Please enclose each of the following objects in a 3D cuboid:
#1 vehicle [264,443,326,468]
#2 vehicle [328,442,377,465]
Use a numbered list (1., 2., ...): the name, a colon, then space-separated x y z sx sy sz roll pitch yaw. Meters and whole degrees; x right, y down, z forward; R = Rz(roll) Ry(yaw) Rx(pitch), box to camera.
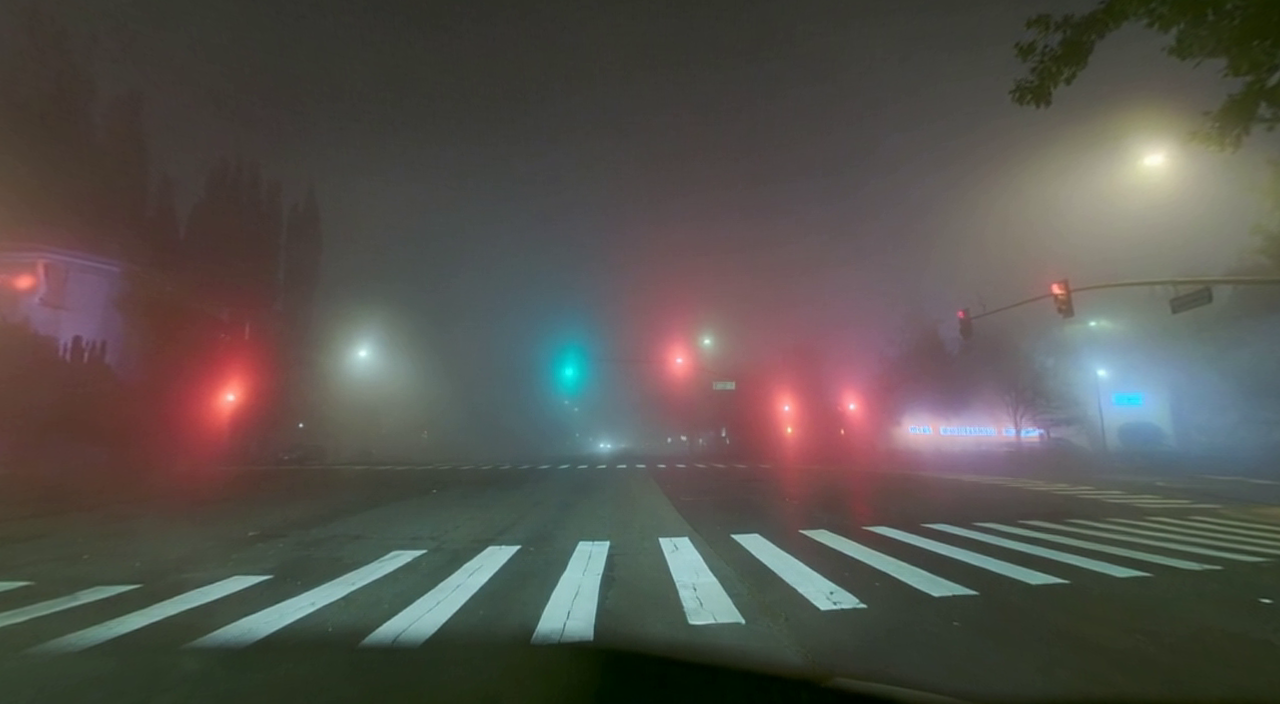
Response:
1. vehicle: -21.843 6.548 40.167 2.005 1.496 4.020 1 -9 -6
2. vehicle: -22.526 7.938 49.746 2.023 1.706 4.756 1 -9 -6
